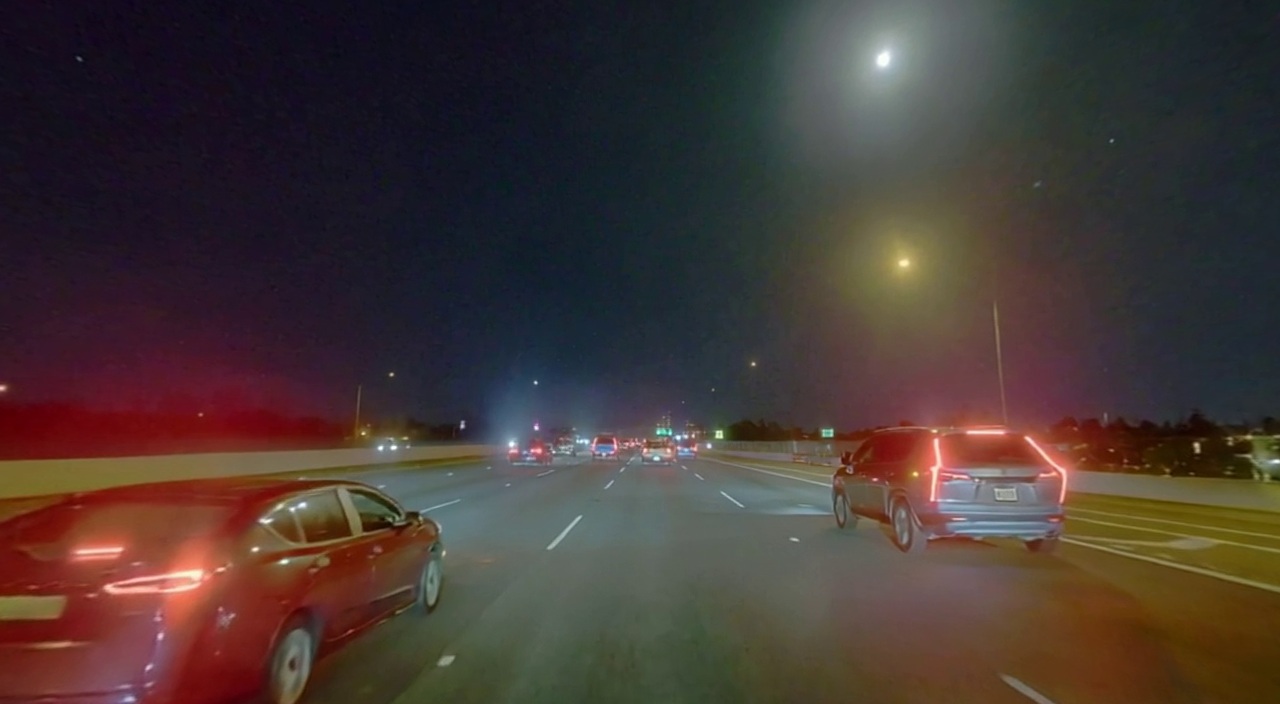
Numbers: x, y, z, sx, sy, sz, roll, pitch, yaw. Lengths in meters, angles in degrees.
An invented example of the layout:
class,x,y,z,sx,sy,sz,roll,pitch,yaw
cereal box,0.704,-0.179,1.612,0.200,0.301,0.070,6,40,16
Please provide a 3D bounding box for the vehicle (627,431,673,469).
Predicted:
class,x,y,z,sx,sy,sz,roll,pitch,yaw
vehicle,0.537,4.871,31.332,2.133,1.739,3.925,0,-8,2

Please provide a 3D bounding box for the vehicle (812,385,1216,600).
class,x,y,z,sx,sy,sz,roll,pitch,yaw
vehicle,3.844,1.539,7.779,2.083,1.823,4.627,0,-8,0

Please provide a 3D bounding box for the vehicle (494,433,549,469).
class,x,y,z,sx,sy,sz,roll,pitch,yaw
vehicle,-5.931,4.987,31.969,1.946,1.688,4.019,0,-8,1

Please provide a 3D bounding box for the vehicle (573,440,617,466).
class,x,y,z,sx,sy,sz,roll,pitch,yaw
vehicle,-2.518,5.789,36.284,2.205,1.406,4.286,0,-8,0
